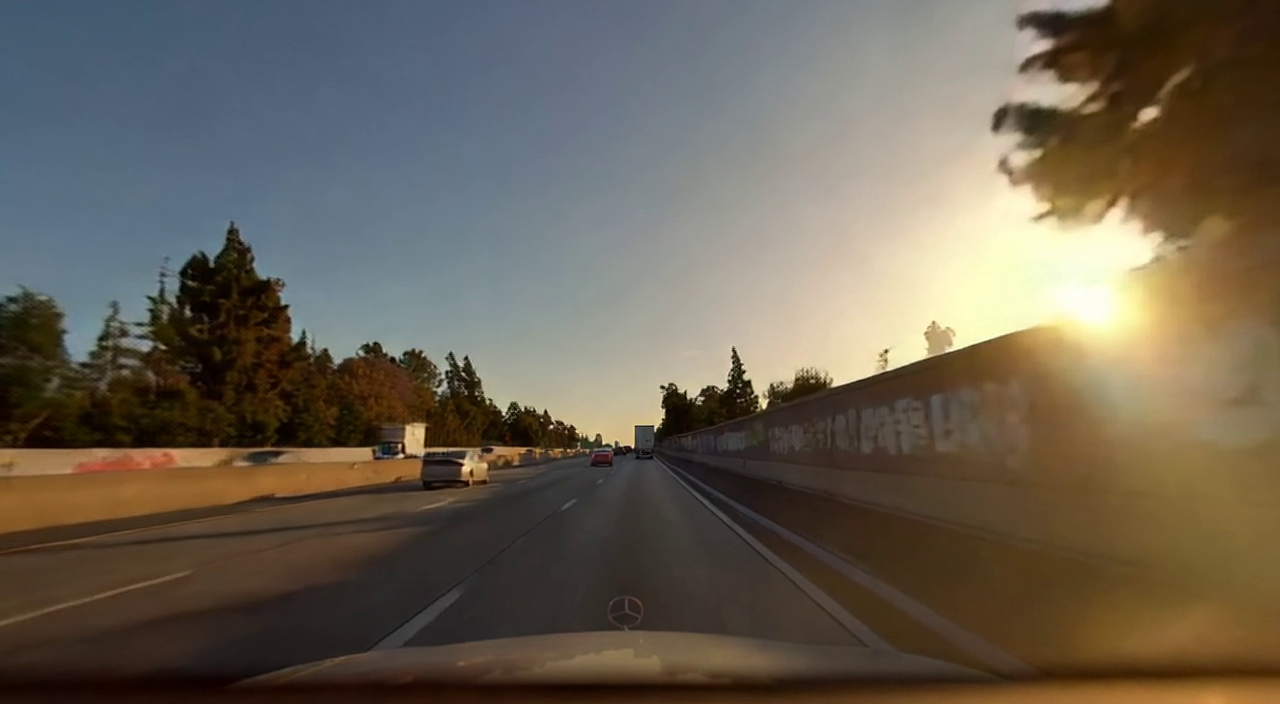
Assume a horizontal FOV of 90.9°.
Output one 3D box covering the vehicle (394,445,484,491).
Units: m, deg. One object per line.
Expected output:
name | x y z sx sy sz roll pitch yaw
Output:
vehicle | -6.724 3.889 21.393 2.027 1.431 3.033 0 -9 0
